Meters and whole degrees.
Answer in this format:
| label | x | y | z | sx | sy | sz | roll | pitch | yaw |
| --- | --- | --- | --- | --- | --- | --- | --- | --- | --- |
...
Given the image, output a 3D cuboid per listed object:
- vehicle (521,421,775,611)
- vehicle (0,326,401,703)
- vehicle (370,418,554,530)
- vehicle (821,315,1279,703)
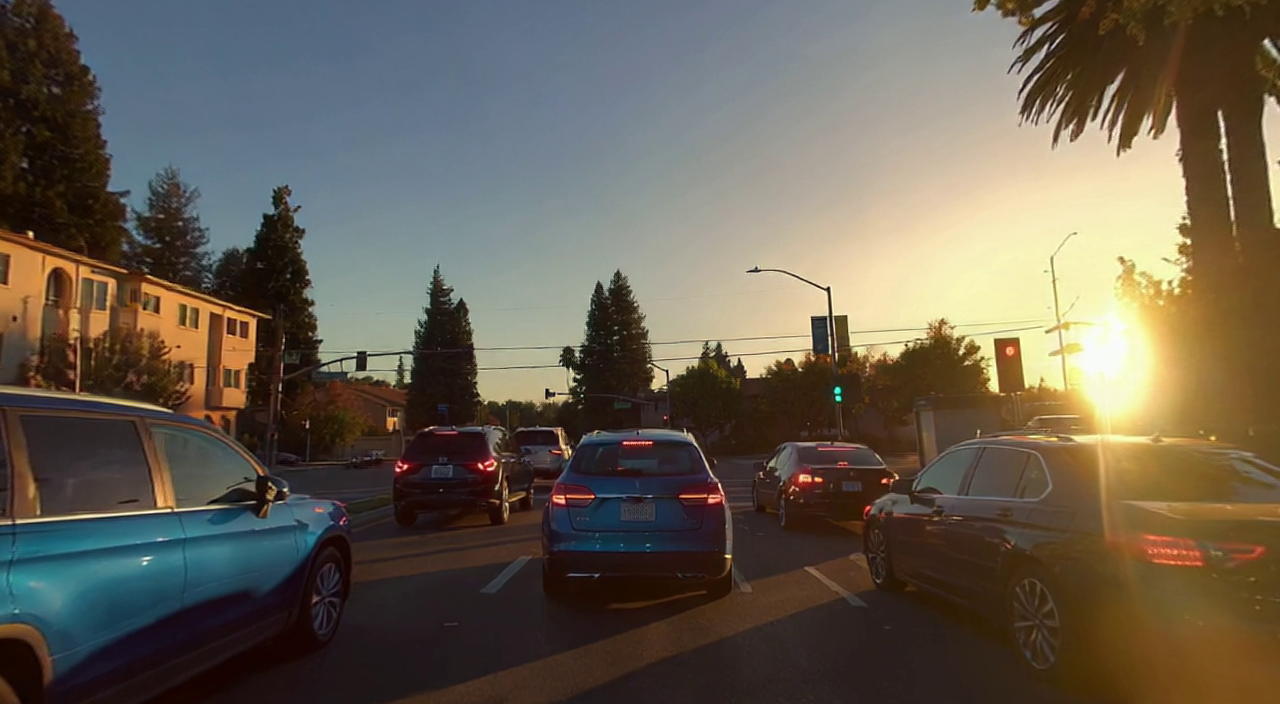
| label | x | y | z | sx | sy | sz | roll | pitch | yaw |
| --- | --- | --- | --- | --- | --- | --- | --- | --- | --- |
| vehicle | 0.030 | 1.600 | 7.061 | 2.021 | 1.490 | 3.948 | 0 | -8 | -1 |
| vehicle | -3.115 | 0.959 | 3.296 | 1.982 | 1.721 | 4.261 | 0 | -8 | 1 |
| vehicle | -3.175 | 2.301 | 12.462 | 2.117 | 1.772 | 4.619 | 0 | -8 | 2 |
| vehicle | 3.221 | 1.108 | 4.763 | 2.141 | 1.833 | 4.704 | 0 | -8 | -2 |
